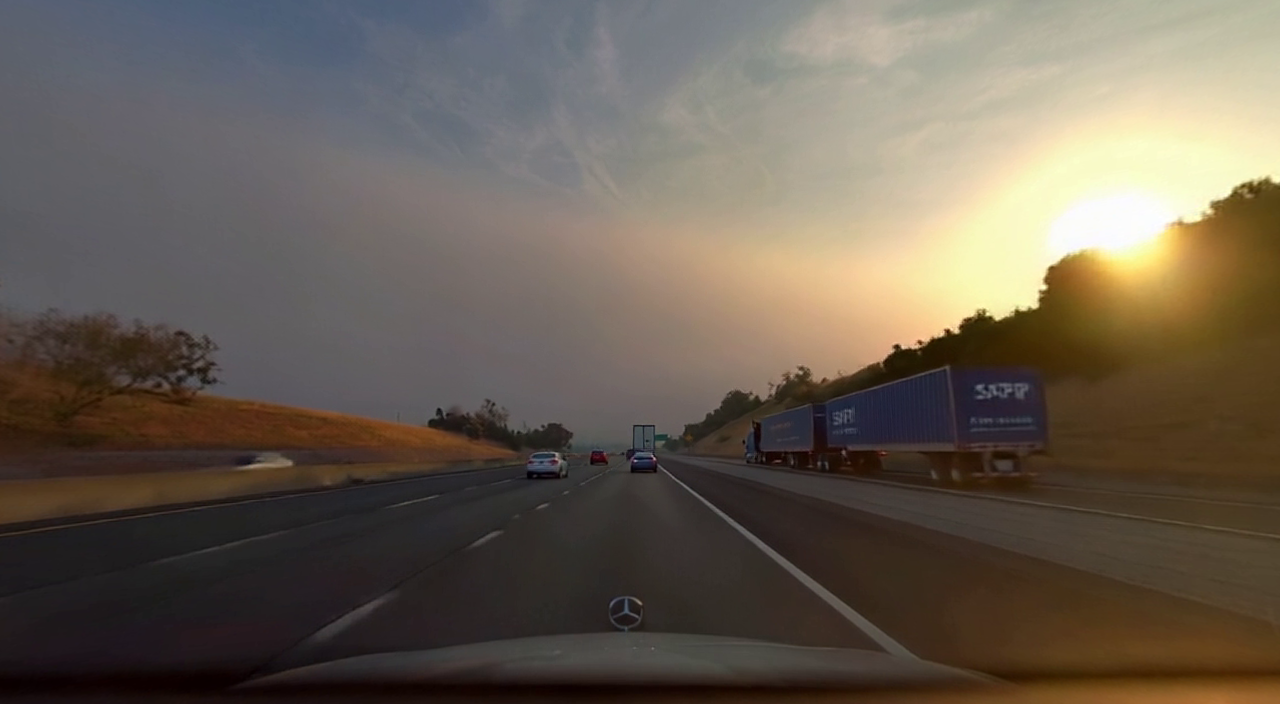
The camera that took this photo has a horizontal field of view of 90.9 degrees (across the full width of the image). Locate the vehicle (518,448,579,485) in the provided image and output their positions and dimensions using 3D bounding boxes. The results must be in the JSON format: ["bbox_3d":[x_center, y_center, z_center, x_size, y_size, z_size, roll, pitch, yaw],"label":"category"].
[{"bbox_3d":[-3.991,5.061,28.232,2.018,1.504,4.431,0,-9,1],"label":"vehicle"}]

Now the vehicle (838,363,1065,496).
[{"bbox_3d":[11.802,3.448,26.458,2.926,4.094,13.856,0,-9,2],"label":"vehicle"}]

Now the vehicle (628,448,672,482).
[{"bbox_3d":[0.435,5.336,29.974,1.991,1.507,3.391,0,-9,-1],"label":"vehicle"}]
